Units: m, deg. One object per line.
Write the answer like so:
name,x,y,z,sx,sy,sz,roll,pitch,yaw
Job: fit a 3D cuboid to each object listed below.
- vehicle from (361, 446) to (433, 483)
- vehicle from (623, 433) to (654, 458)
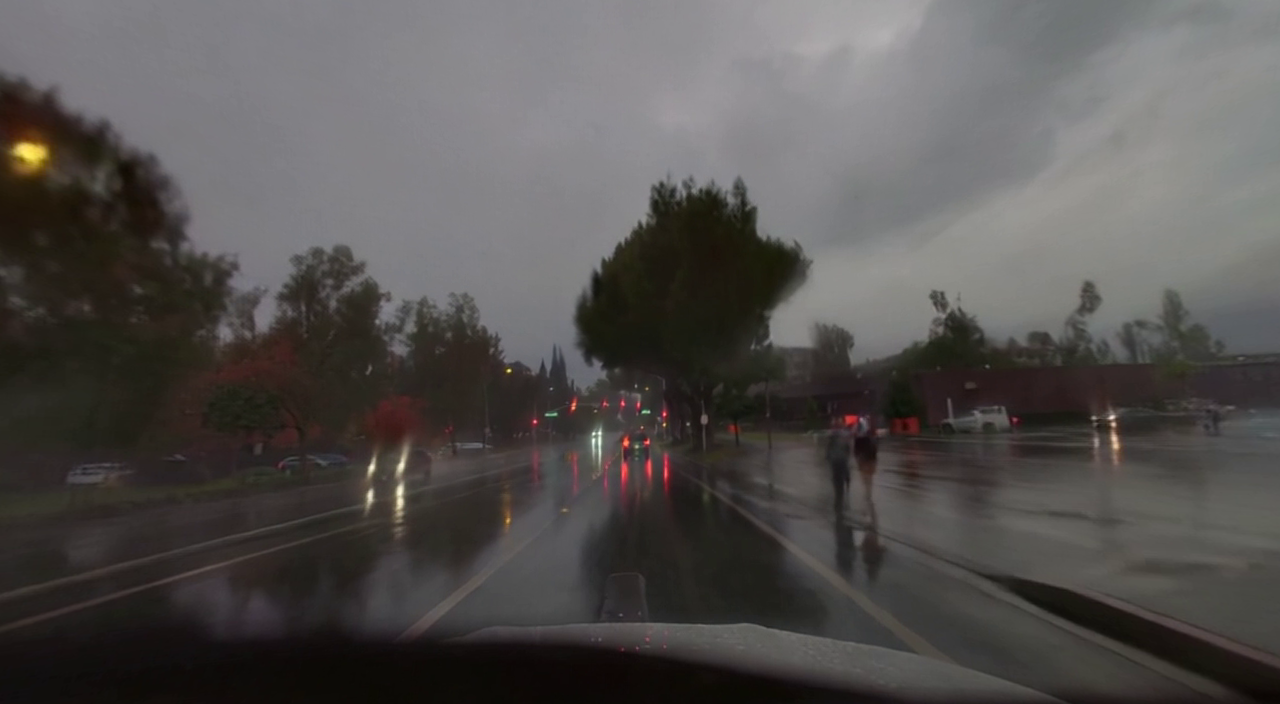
vehicle,-12.356,5.700,32.470,2.117,1.724,4.366,0,-8,-2
vehicle,-0.130,6.949,46.957,2.228,1.790,4.180,0,-8,-1
